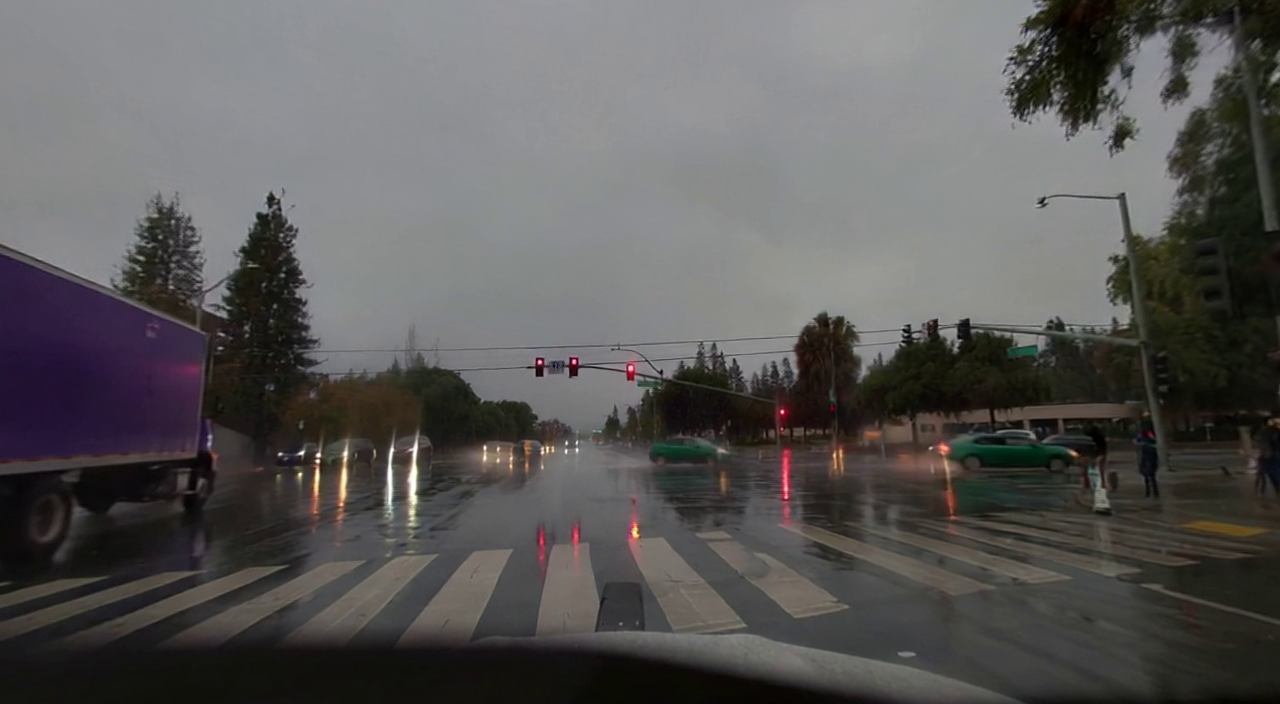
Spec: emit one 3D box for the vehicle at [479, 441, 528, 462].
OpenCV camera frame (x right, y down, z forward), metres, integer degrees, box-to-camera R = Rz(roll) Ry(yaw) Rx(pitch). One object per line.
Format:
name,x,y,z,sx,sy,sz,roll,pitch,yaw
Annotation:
vehicle,-10.144,7.466,47.405,2.097,1.484,4.596,-1,-9,8

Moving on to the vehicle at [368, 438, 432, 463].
vehicle,-17.386,7.155,45.996,2.189,1.753,4.785,-2,-9,9

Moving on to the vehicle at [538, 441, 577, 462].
vehicle,-6.249,7.581,48.238,2.086,1.487,4.846,-1,-9,3

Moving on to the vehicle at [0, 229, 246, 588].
vehicle,-8.131,0.843,8.230,3.112,3.230,6.726,2,-8,-15

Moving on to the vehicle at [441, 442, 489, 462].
vehicle,-13.179,7.587,47.856,1.845,1.426,4.289,-1,-9,8

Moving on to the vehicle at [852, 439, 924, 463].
vehicle,17.162,6.821,43.701,4.524,1.560,2.052,4,-10,-28

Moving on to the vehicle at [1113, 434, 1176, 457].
vehicle,38.656,7.152,48.391,4.122,1.682,1.930,4,-9,-25

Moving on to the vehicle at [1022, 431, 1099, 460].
vehicle,28.313,6.293,42.488,4.662,1.840,2.055,4,-10,-26

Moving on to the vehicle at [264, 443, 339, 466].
vehicle,-21.831,6.637,40.995,1.859,1.415,4.591,-1,-9,8

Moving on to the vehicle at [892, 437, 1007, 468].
vehicle,15.661,5.094,32.080,4.911,1.504,2.109,2,-9,-11

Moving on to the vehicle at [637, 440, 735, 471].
vehicle,2.250,5.150,31.578,4.487,1.415,1.911,-6,-10,33
